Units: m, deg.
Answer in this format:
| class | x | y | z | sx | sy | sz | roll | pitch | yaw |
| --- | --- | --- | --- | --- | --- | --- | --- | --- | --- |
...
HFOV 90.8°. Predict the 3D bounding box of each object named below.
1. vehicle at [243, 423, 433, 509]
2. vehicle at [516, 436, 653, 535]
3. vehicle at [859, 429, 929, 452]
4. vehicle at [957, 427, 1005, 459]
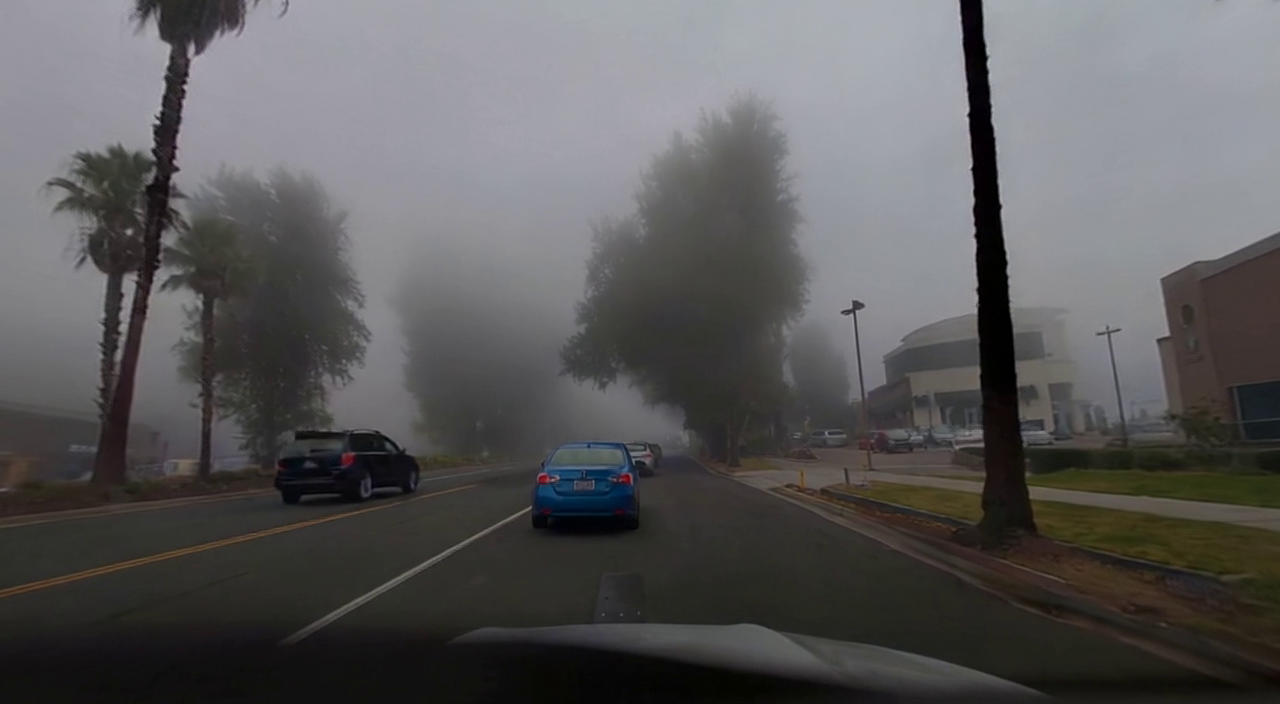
| class | x | y | z | sx | sy | sz | roll | pitch | yaw |
| --- | --- | --- | --- | --- | --- | --- | --- | --- | --- |
| vehicle | -7.695 | 2.969 | 16.973 | 2.400 | 1.900 | 5.325 | 0 | -8 | 1 |
| vehicle | -0.935 | 2.297 | 11.520 | 2.067 | 1.459 | 3.886 | 0 | -8 | -3 |
| vehicle | 19.094 | 6.710 | 47.681 | 1.925 | 1.652 | 4.490 | 6 | -10 | -35 |
| vehicle | 17.828 | 4.775 | 33.115 | 1.961 | 1.526 | 4.640 | -4 | -9 | 27 |
